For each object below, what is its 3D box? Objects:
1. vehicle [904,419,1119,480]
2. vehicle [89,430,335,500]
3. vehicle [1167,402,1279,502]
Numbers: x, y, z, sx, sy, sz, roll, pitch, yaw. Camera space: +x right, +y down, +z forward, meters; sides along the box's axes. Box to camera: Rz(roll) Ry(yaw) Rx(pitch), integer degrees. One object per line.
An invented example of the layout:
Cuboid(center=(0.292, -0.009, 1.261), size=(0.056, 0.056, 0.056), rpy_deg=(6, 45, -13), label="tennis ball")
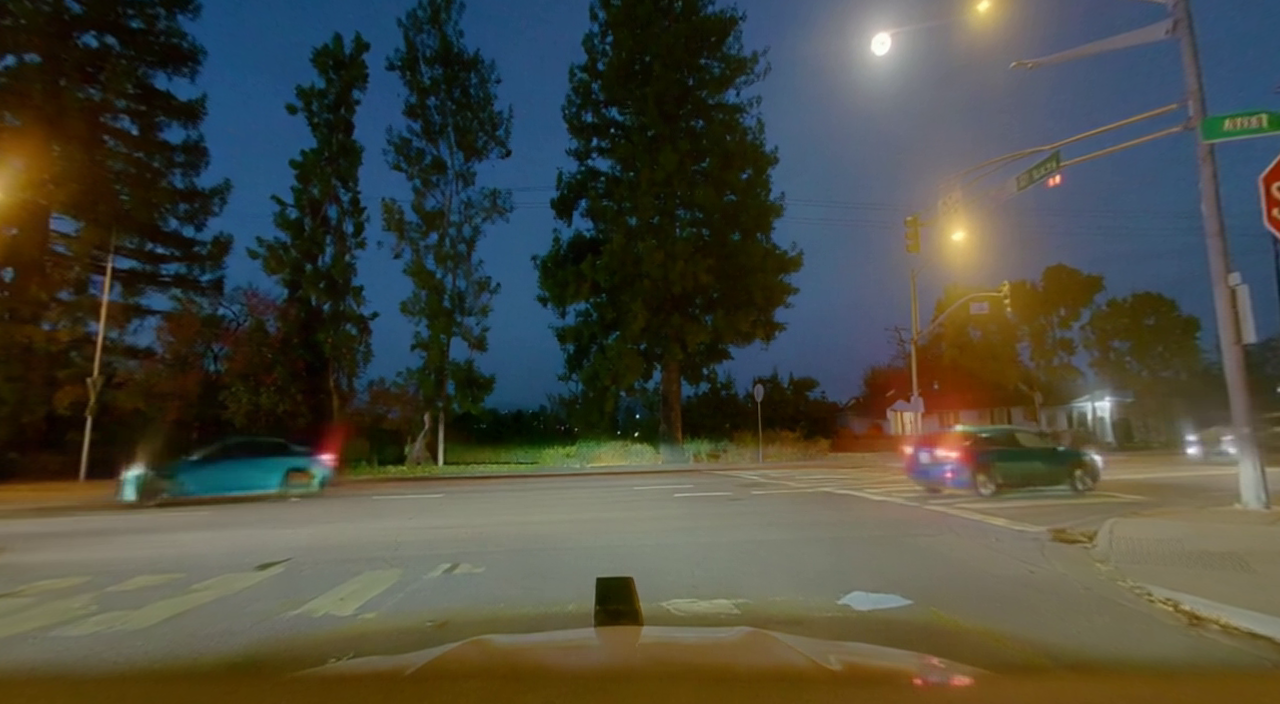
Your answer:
Cuboid(center=(9.842, 2.570, 16.843), size=(4.990, 1.454, 1.875), rpy_deg=(2, -9, -15), label="vehicle")
Cuboid(center=(-9.944, 2.648, 15.202), size=(4.548, 1.469, 1.864), rpy_deg=(3, -9, -23), label="vehicle")
Cuboid(center=(12.785, 1.856, 11.856), size=(4.208, 1.685, 2.014), rpy_deg=(1, -8, -8), label="vehicle")
